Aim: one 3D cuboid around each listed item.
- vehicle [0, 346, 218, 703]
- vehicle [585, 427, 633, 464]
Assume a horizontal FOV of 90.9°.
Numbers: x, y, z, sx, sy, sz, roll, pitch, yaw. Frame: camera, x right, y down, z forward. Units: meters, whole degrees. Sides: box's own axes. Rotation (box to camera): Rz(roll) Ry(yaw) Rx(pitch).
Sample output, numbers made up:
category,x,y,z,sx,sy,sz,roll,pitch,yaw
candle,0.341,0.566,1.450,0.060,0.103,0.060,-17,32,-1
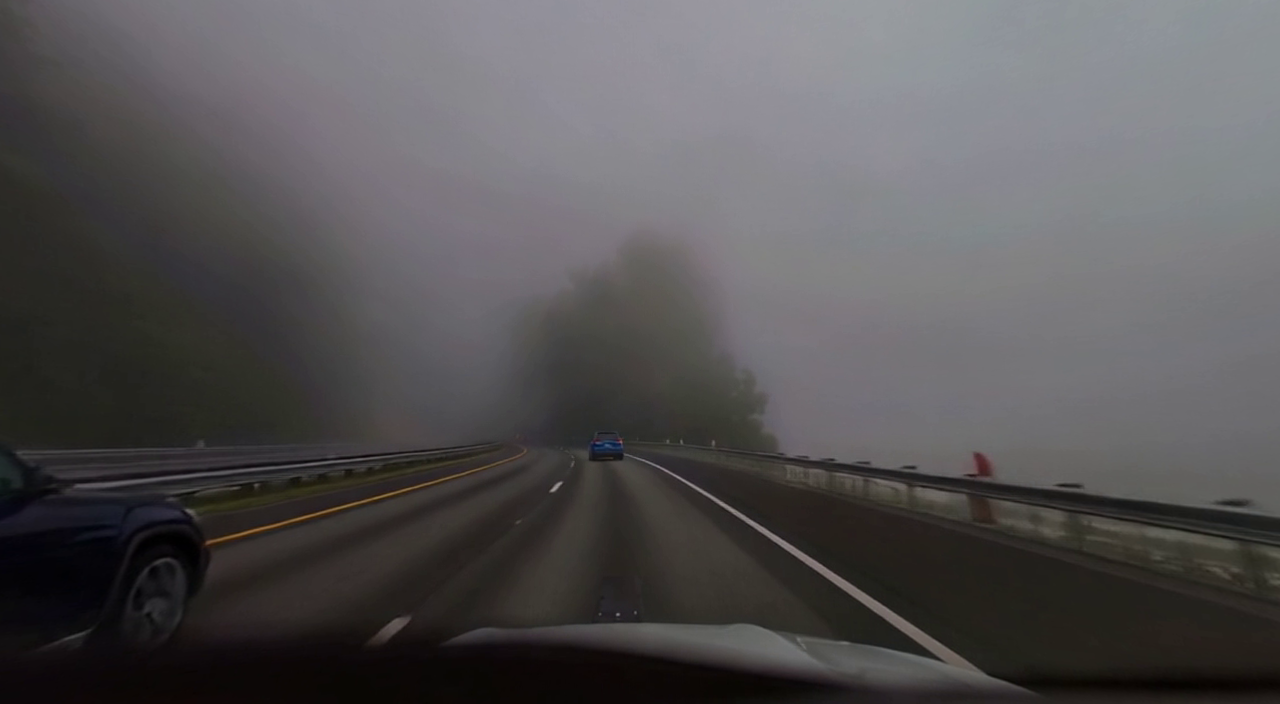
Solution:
category,x,y,z,sx,sy,sz,roll,pitch,yaw
vehicle,-4.174,0.785,2.253,2.053,1.847,4.760,0,-8,-1
vehicle,-1.723,5.071,34.308,2.452,1.857,4.022,1,-8,-4
